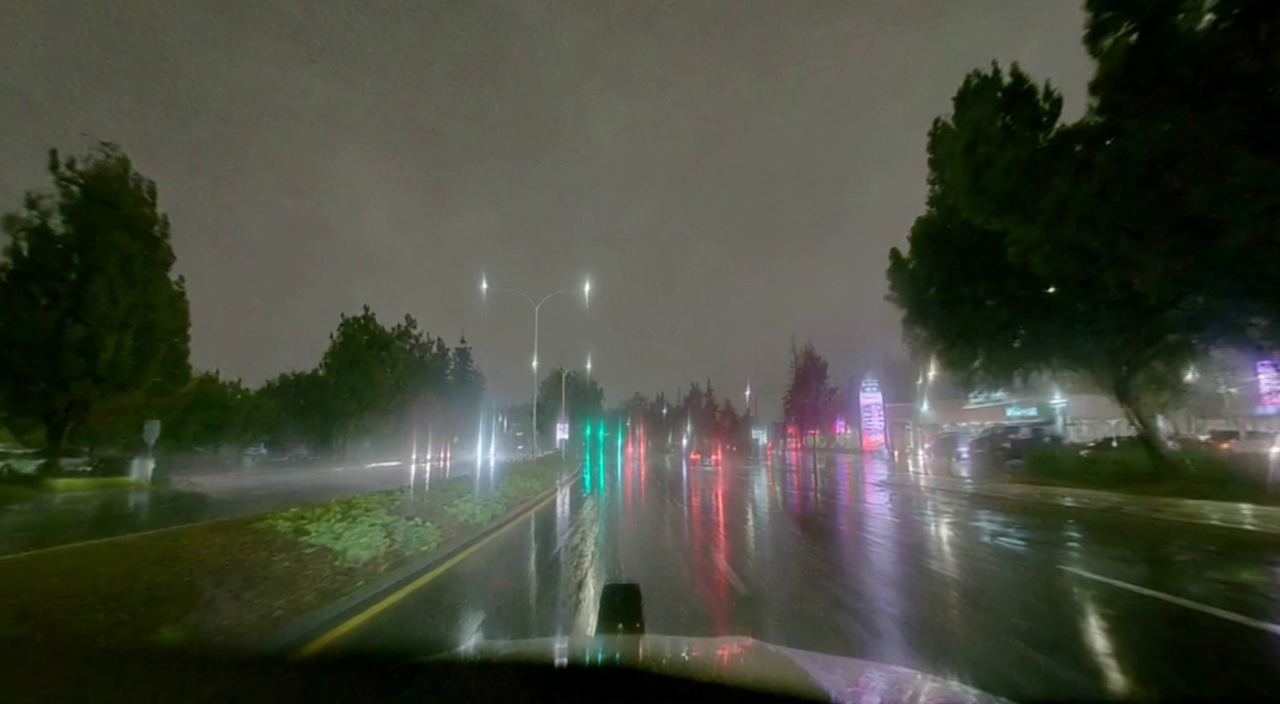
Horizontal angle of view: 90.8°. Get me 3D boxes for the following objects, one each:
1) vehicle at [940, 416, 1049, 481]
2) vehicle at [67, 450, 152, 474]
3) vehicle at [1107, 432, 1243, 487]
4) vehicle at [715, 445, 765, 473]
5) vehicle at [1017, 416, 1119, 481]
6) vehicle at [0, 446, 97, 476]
[{"bbox_3d":[16.384,4.406,29.014,6.233,2.676,2.430,8,-11,-43],"label":"vehicle"},{"bbox_3d":[-31.740,6.581,37.844,3.380,1.366,1.777,1,-9,-5],"label":"vehicle"},{"bbox_3d":[22.730,4.568,27.312,2.620,2.036,6.631,-4,-9,24],"label":"vehicle"},{"bbox_3d":[5.610,6.068,35.972,1.876,1.474,4.126,0,-8,-4],"label":"vehicle"},{"bbox_3d":[18.433,4.230,27.075,6.051,2.447,2.293,11,-14,-44],"label":"vehicle"},{"bbox_3d":[-30.737,5.543,32.237,4.087,1.473,1.925,0,-8,-4],"label":"vehicle"}]
